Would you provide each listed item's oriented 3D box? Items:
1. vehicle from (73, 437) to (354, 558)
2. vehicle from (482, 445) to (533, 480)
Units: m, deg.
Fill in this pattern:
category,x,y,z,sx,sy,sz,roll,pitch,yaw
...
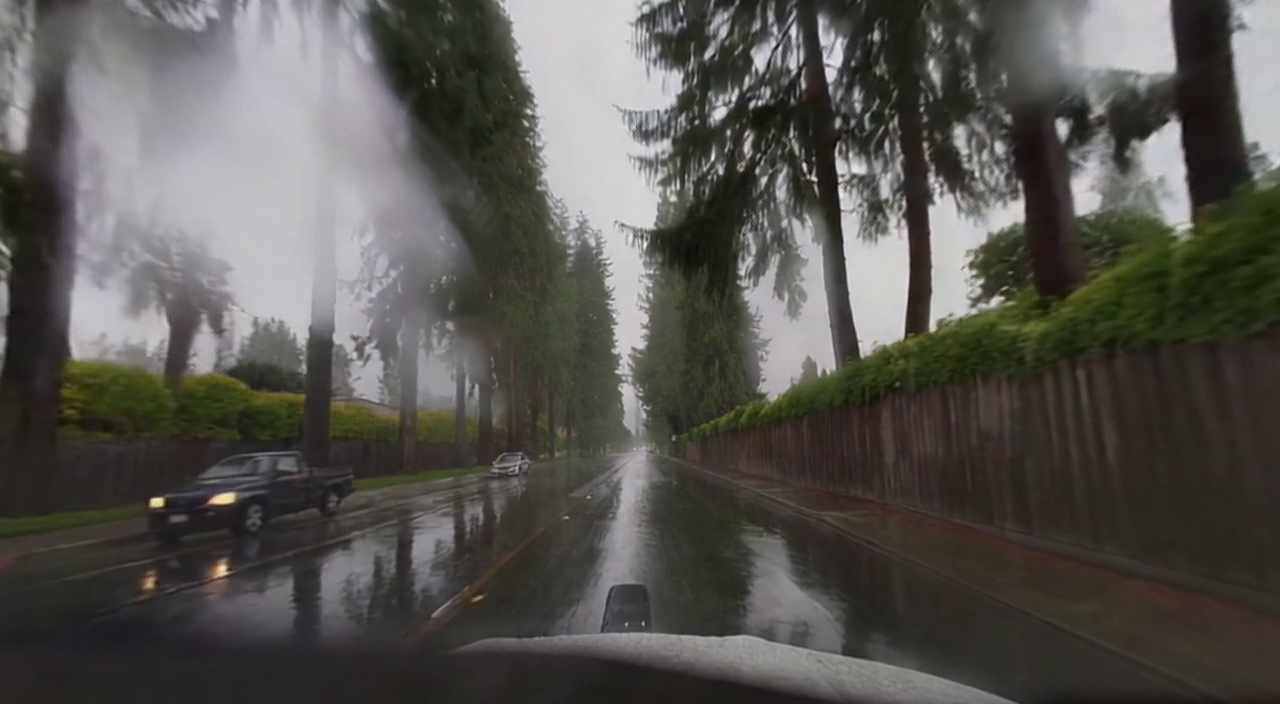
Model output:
category,x,y,z,sx,sy,sz,roll,pitch,yaw
vehicle,-7.477,2.507,11.807,1.999,1.714,4.517,-3,-8,3
vehicle,-7.537,6.280,36.188,1.945,1.760,4.021,-3,-8,2
